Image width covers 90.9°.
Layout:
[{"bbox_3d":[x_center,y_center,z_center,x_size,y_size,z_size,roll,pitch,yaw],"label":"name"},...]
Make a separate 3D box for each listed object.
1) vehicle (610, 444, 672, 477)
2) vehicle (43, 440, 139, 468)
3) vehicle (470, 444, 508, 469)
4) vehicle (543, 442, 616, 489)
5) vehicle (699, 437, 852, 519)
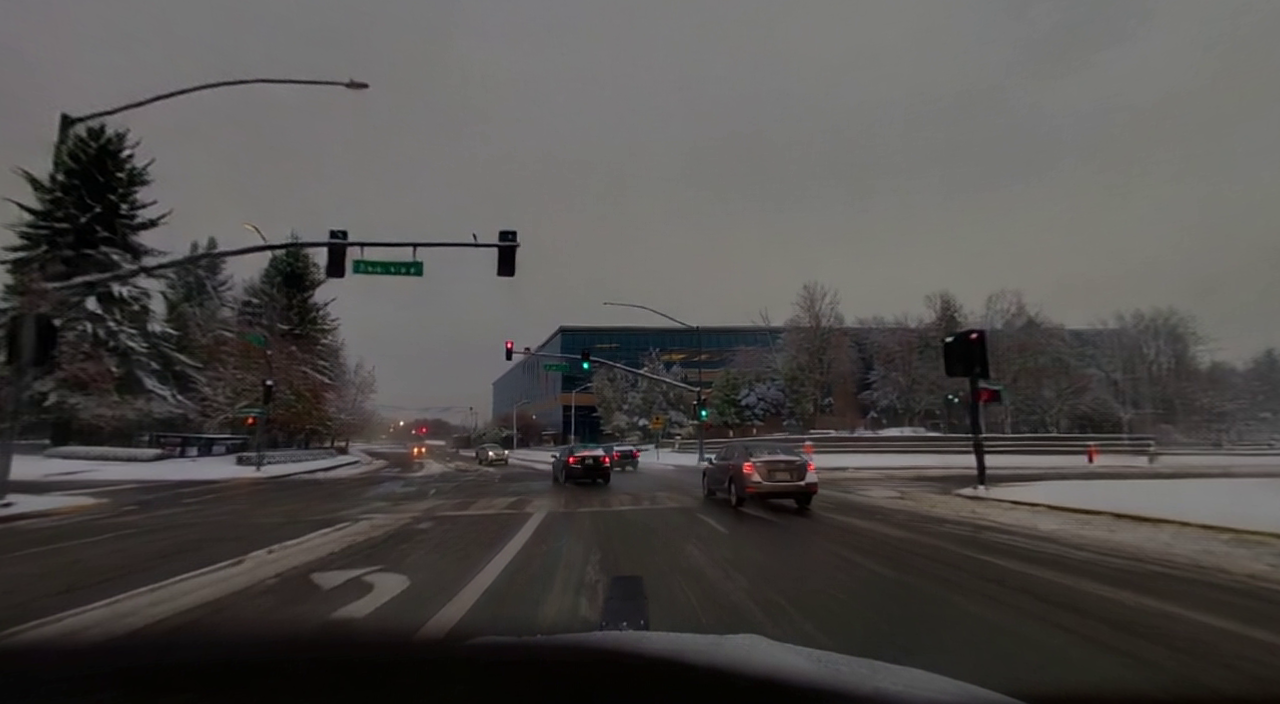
[{"bbox_3d":[-0.065,5.357,31.477,1.957,1.463,4.701,2,-9,-15],"label":"vehicle"},{"bbox_3d":[-32.727,6.070,37.696,3.796,1.595,1.808,3,-9,-19],"label":"vehicle"},{"bbox_3d":[-10.347,7.096,42.926,2.012,1.492,4.079,4,-8,-19],"label":"vehicle"},{"bbox_3d":[-2.361,4.124,23.324,2.308,1.535,4.811,1,-9,-10],"label":"vehicle"},{"bbox_3d":[2.731,2.669,13.950,1.984,1.476,4.488,1,-9,-6],"label":"vehicle"}]
